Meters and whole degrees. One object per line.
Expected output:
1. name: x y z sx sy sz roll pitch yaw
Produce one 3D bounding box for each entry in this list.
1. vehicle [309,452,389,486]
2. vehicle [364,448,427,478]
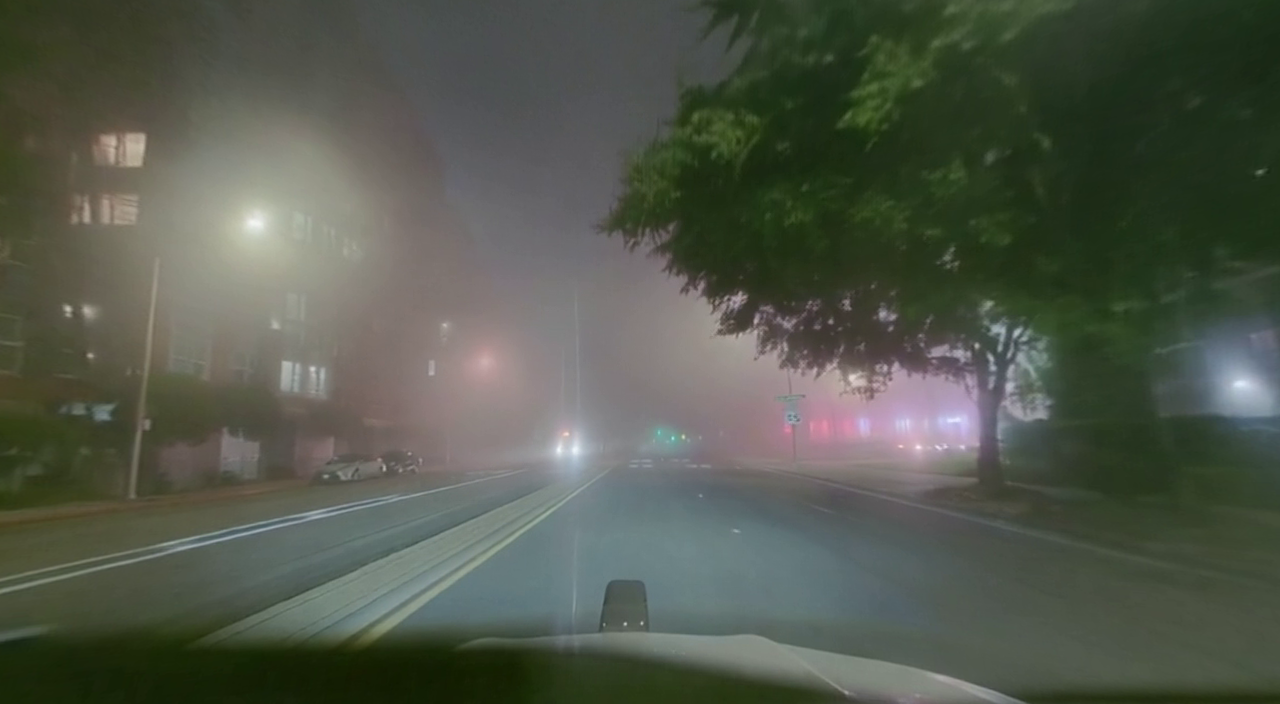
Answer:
1. vehicle: -13.988 5.628 30.579 1.835 1.434 4.325 0 -8 0
2. vehicle: -13.908 6.315 36.096 1.816 1.567 3.957 -1 -8 3
